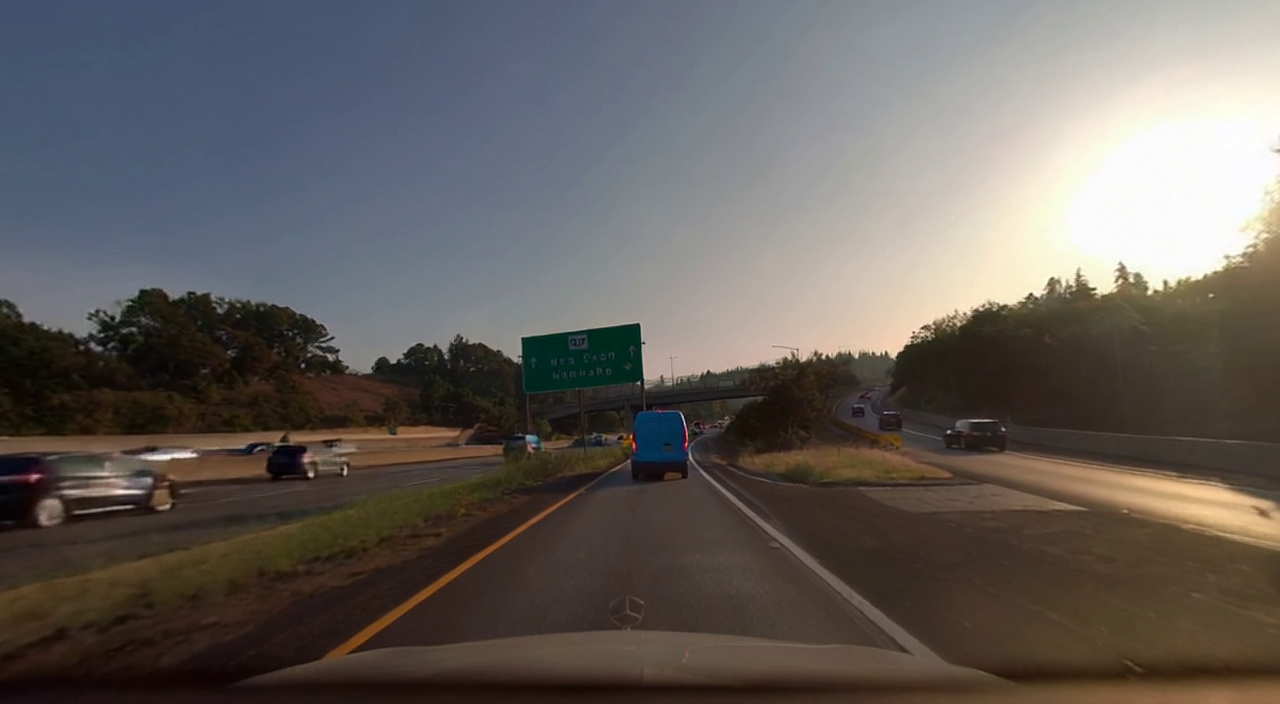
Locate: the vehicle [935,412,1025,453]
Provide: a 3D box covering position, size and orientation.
[{"bbox_3d":[14.978,3.628,28.095,2.098,1.654,4.637,-2,-8,10],"label":"vehicle"}]

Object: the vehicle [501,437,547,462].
[{"bbox_3d":[-7.567,6.363,41.391,1.896,1.543,4.429,-1,-8,4],"label":"vehicle"}]

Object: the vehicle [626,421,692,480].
[{"bbox_3d":[0.623,3.371,21.902,2.043,1.821,4.558,0,-8,1],"label":"vehicle"}]

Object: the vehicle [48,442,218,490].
[{"bbox_3d":[-17.197,3.835,21.785,1.825,1.437,4.692,-1,-8,3],"label":"vehicle"}]

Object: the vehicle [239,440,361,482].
[{"bbox_3d":[-12.936,4.146,24.384,1.918,1.451,4.668,-1,-8,3],"label":"vehicle"}]
